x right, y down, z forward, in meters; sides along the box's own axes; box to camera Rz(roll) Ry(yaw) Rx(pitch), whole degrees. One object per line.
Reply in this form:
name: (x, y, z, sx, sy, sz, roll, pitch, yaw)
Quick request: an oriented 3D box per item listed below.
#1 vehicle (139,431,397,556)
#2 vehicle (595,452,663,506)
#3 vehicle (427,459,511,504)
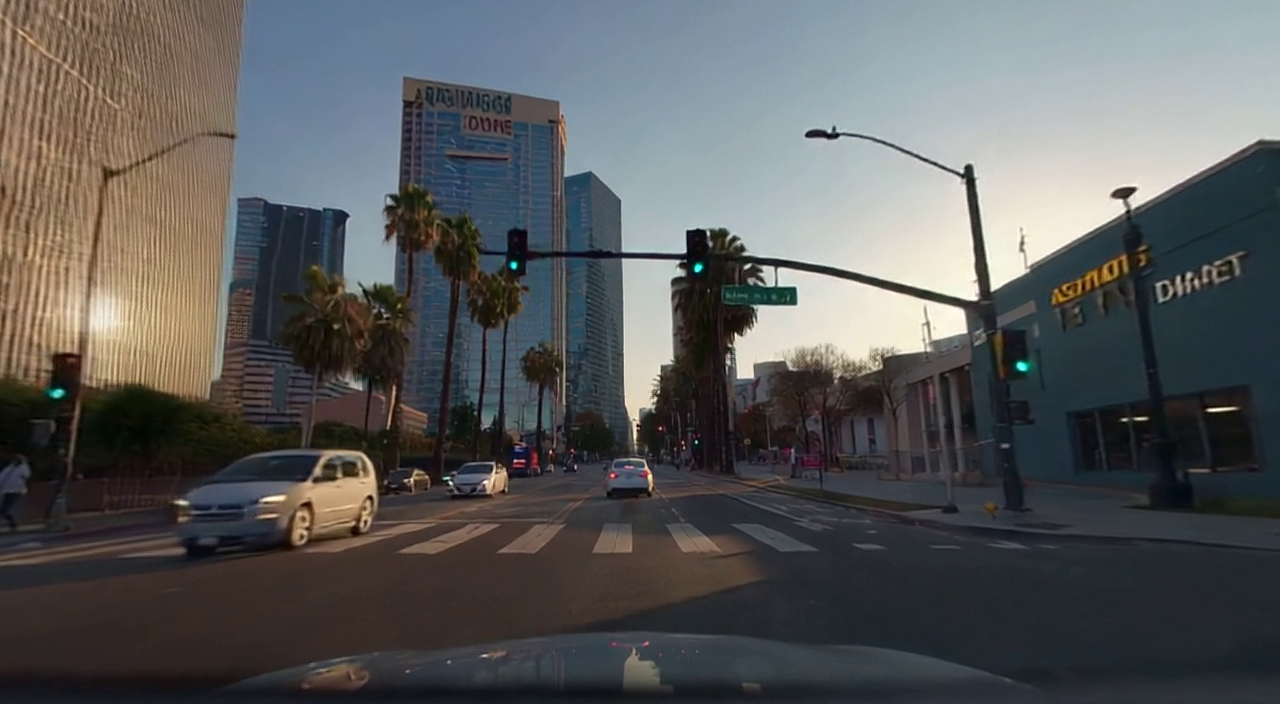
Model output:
vehicle: (-6.668, 2.560, 12.140, 2.070, 1.893, 4.738, 0, -9, 0)
vehicle: (-0.380, 4.294, 21.729, 2.145, 1.632, 3.972, 0, -9, -1)
vehicle: (-6.413, 4.884, 24.168, 1.951, 1.476, 4.452, 0, -9, 1)
